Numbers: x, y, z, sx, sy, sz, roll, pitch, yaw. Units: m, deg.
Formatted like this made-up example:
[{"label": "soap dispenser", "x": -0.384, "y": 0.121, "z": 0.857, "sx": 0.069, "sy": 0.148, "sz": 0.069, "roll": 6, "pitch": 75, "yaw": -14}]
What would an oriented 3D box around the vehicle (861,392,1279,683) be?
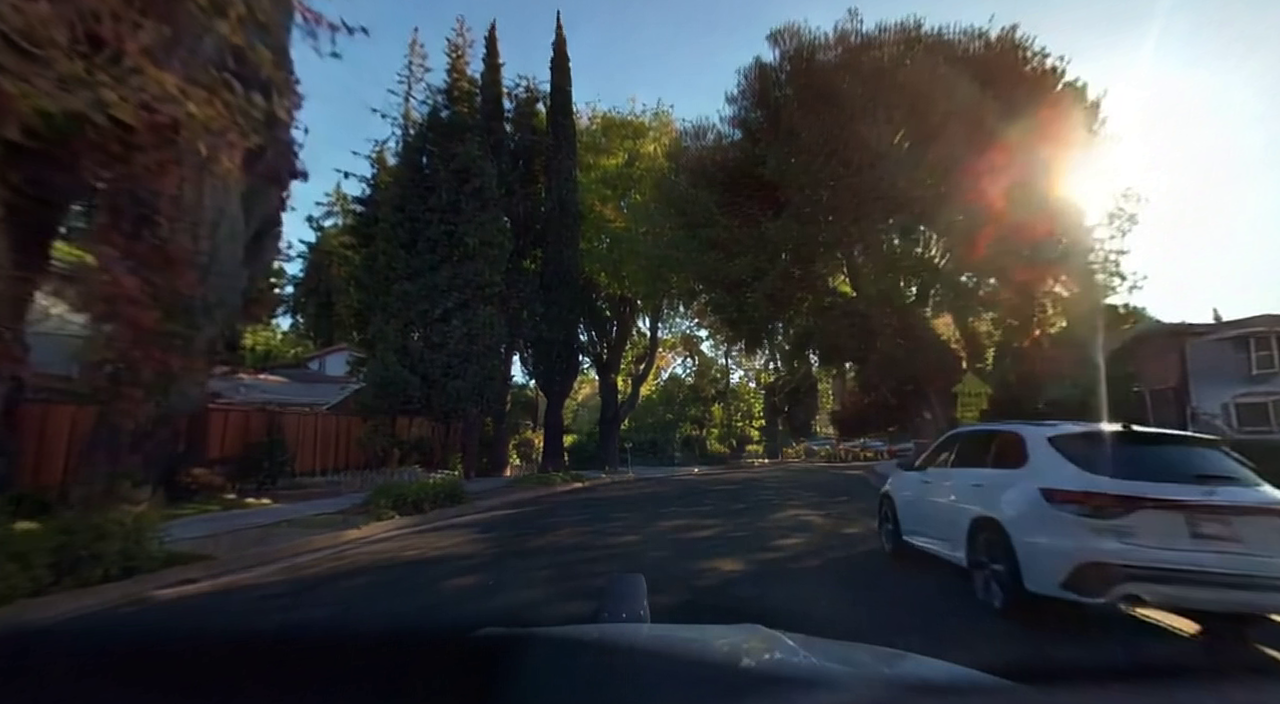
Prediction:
[{"label": "vehicle", "x": 3.952, "y": 1.468, "z": 6.192, "sx": 2.163, "sy": 1.760, "sz": 4.591, "roll": -1, "pitch": -8, "yaw": 4}]
